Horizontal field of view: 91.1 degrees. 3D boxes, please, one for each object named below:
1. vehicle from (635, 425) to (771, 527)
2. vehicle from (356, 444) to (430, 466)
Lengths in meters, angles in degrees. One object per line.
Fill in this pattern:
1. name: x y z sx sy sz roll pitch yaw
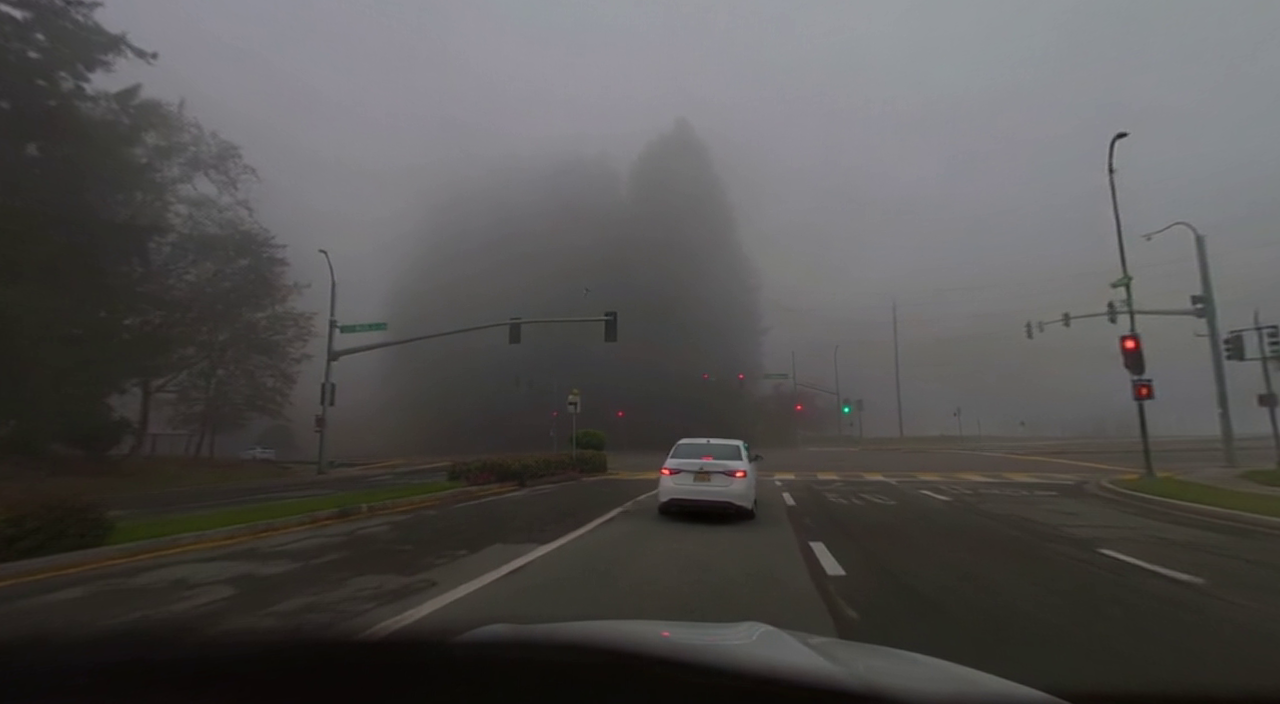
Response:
1. vehicle: 1.398 2.308 12.373 2.139 1.564 4.901 -1 -9 10
2. vehicle: -17.293 7.183 43.924 4.735 1.472 1.932 -4 -9 23
